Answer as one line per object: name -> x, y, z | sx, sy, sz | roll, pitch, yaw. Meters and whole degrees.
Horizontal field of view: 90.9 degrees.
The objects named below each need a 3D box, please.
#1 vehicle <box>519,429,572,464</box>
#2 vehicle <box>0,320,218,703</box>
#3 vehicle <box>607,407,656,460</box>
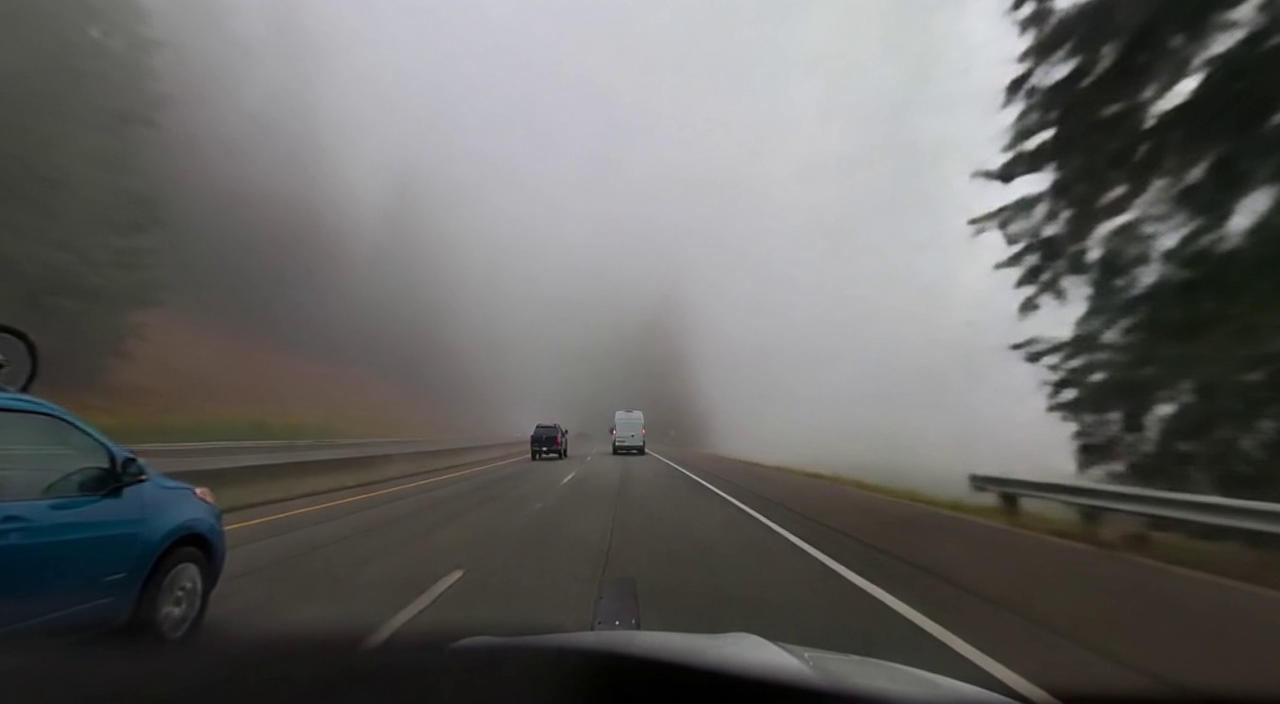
vehicle -> -4.725, 4.782, 32.012 | 2.110, 1.636, 4.453 | 0, -8, -1
vehicle -> -3.811, 0.603, 1.721 | 2.069, 1.751, 4.720 | 0, -8, -1
vehicle -> -0.628, 4.884, 37.546 | 2.647, 2.896, 6.480 | 0, -8, -3
